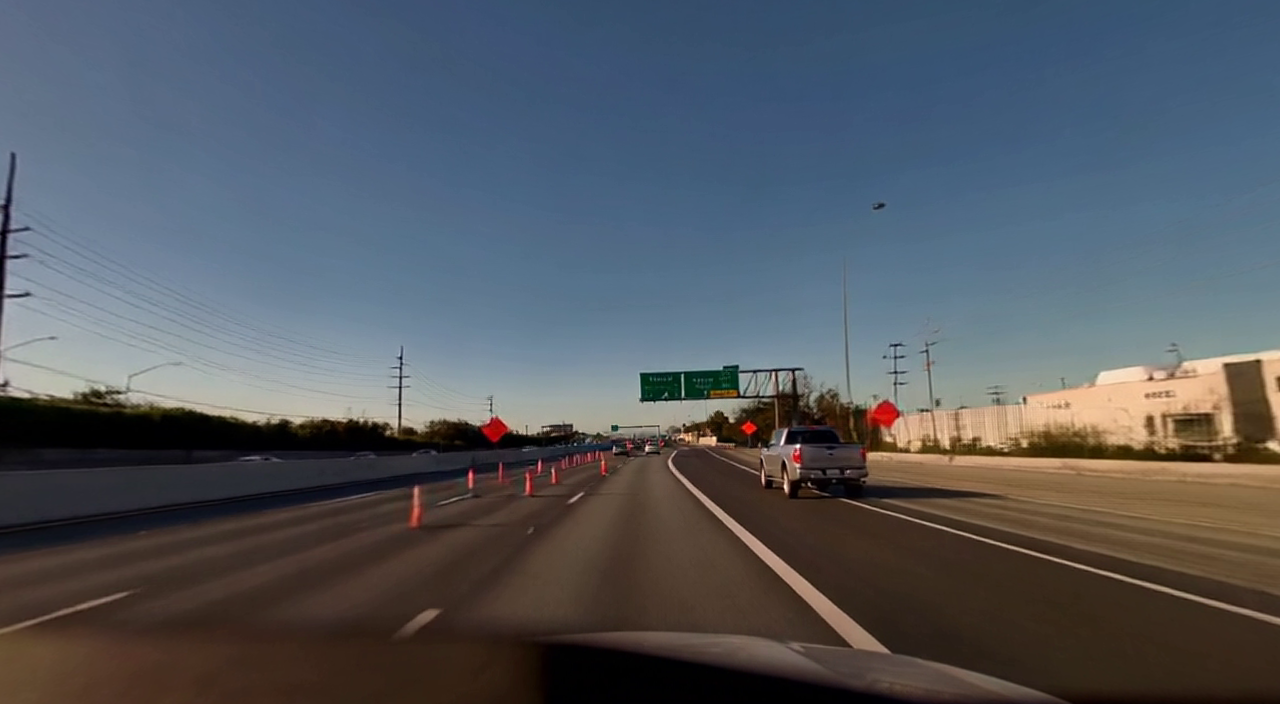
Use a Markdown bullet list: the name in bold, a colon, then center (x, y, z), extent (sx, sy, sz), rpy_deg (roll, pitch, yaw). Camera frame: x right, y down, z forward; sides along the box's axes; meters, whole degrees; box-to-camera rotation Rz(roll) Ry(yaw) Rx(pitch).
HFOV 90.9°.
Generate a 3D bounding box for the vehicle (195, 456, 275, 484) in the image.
- **vehicle**: center (-24.547, 7.178, 38.483), extent (1.884, 1.494, 4.524), rpy_deg (0, -8, 0)

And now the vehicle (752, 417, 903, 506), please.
- **vehicle**: center (4.399, 2.686, 15.920), extent (2.186, 1.840, 5.289), rpy_deg (0, -8, 0)
